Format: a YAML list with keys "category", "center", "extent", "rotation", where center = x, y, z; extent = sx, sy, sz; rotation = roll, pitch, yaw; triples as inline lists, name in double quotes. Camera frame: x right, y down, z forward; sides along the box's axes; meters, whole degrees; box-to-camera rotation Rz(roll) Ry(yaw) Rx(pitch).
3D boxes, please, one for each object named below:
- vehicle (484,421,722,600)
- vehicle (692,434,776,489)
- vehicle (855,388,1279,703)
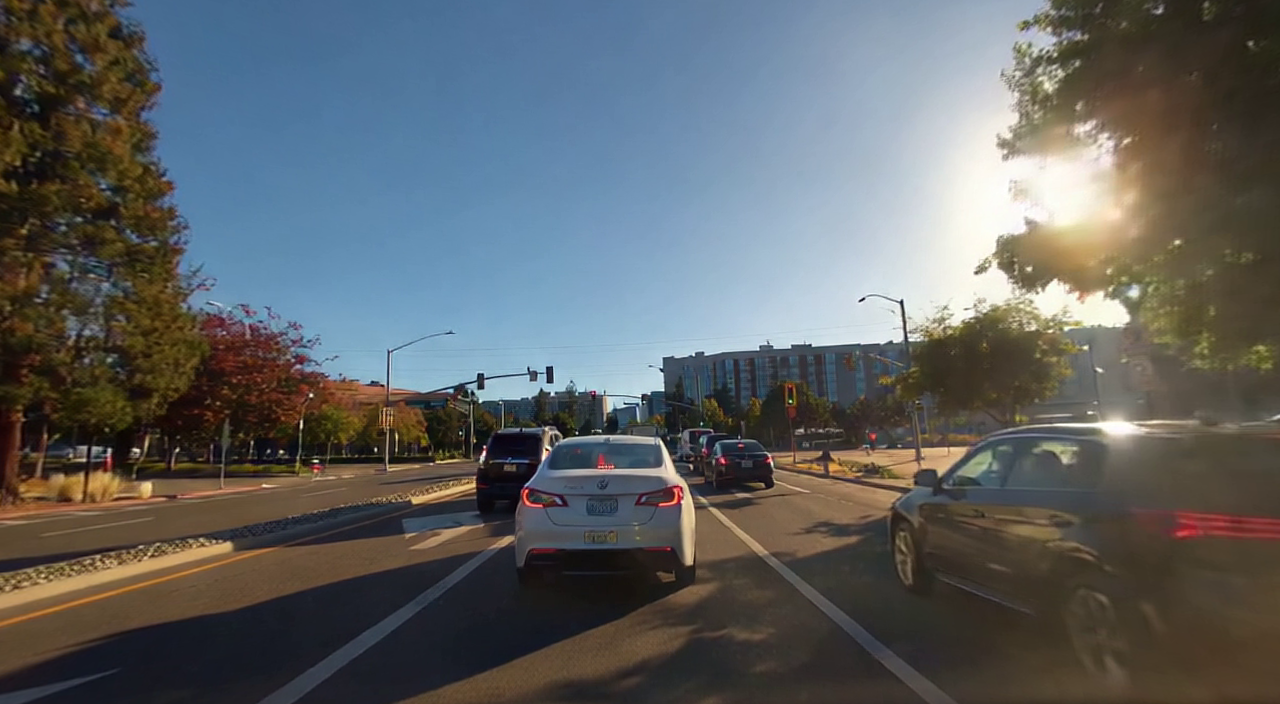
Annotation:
- category: "vehicle"
  center: [-0.347, 1.609, 7.194]
  extent: [2.006, 1.487, 3.535]
  rotation: [0, -9, -1]
- category: "vehicle"
  center: [2.890, 3.480, 20.349]
  extent: [1.874, 1.556, 4.116]
  rotation: [0, -9, -3]
- category: "vehicle"
  center: [3.167, 1.164, 4.188]
  extent: [1.910, 1.474, 4.263]
  rotation: [0, -9, -1]
